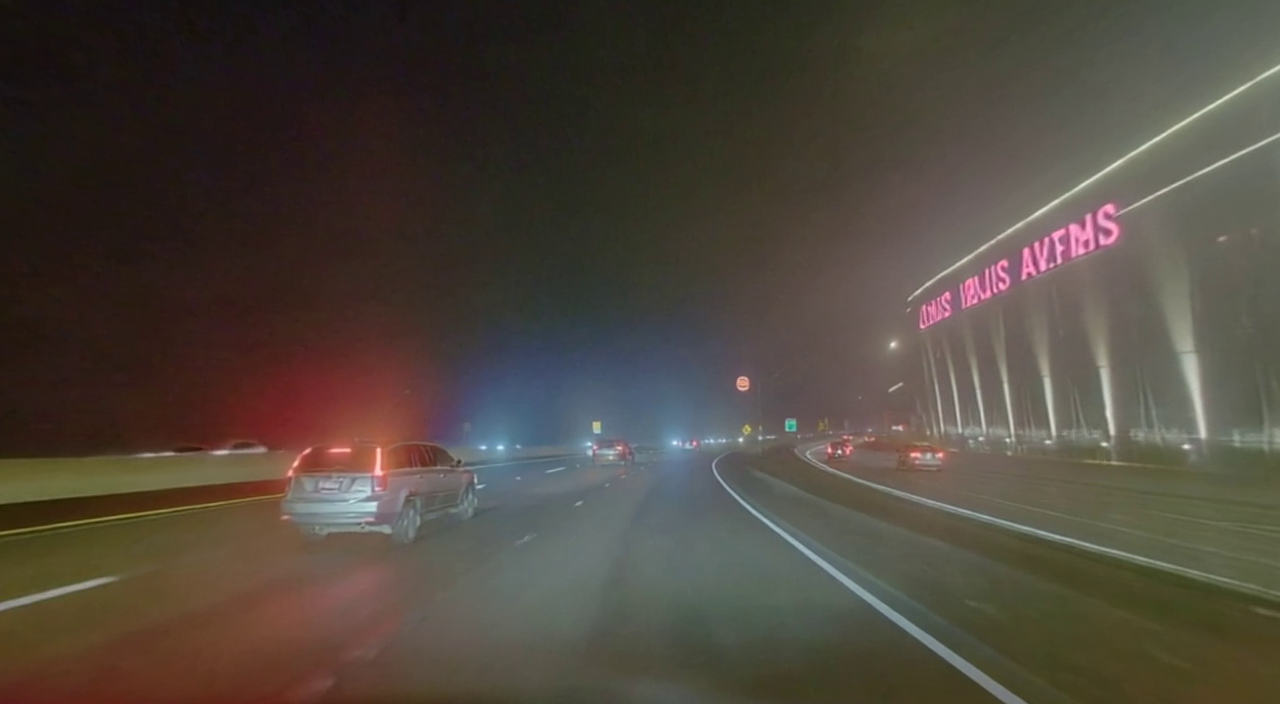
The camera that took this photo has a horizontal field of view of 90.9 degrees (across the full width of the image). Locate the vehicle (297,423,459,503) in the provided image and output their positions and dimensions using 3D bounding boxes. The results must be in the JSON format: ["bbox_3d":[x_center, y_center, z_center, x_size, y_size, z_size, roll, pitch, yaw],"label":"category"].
[{"bbox_3d":[-6.310,2.736,15.875,1.993,1.690,4.450,-1,-9,3],"label":"vehicle"}]

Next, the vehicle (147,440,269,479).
[{"bbox_3d":[-19.022,4.749,28.082,1.880,1.540,4.630,-1,-9,5],"label":"vehicle"}]

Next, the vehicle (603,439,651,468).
[{"bbox_3d":[-0.635,5.396,33.647,1.928,1.455,4.361,-2,-9,7],"label":"vehicle"}]
